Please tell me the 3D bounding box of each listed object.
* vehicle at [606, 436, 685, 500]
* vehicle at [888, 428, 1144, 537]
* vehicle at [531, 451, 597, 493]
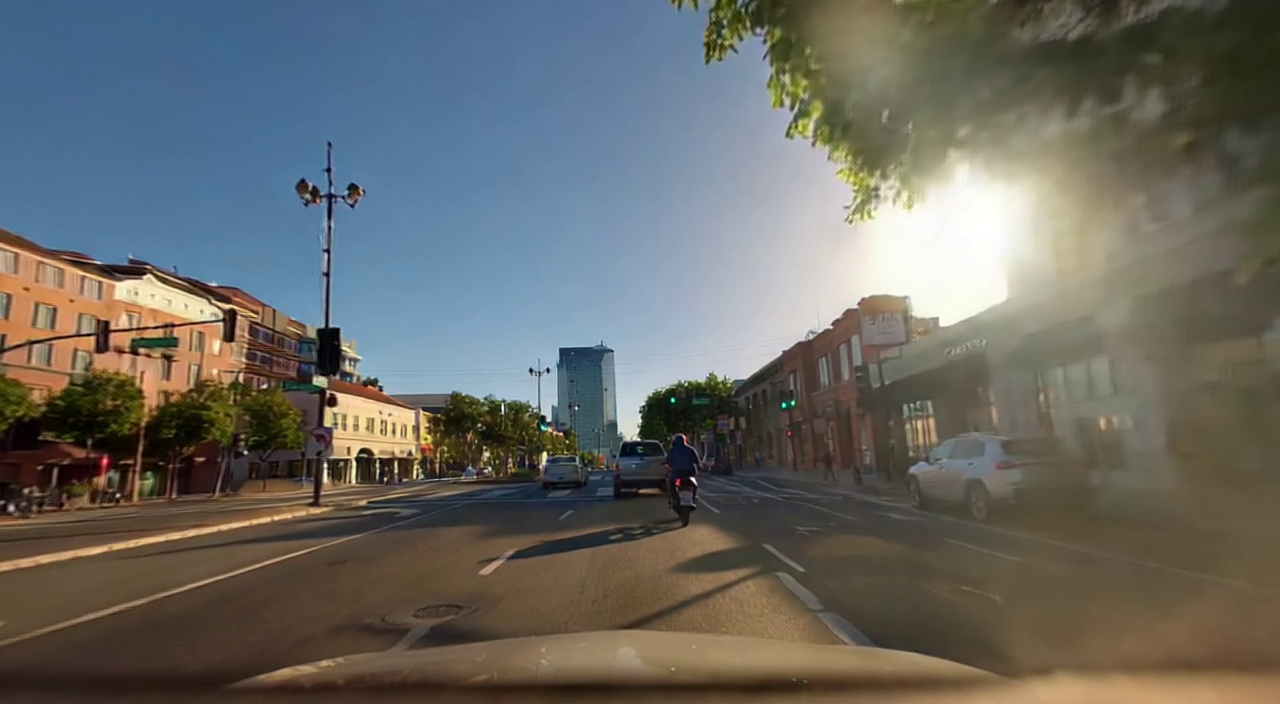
[{"bbox_3d":[0.138,3.611,20.096,2.223,1.775,4.250,0,-9,-1],"label":"vehicle"},{"bbox_3d":[7.178,2.524,12.933,2.018,1.772,4.968,0,-9,-2],"label":"vehicle"},{"bbox_3d":[-2.954,4.766,25.472,2.014,1.470,4.552,0,-9,1],"label":"vehicle"}]
